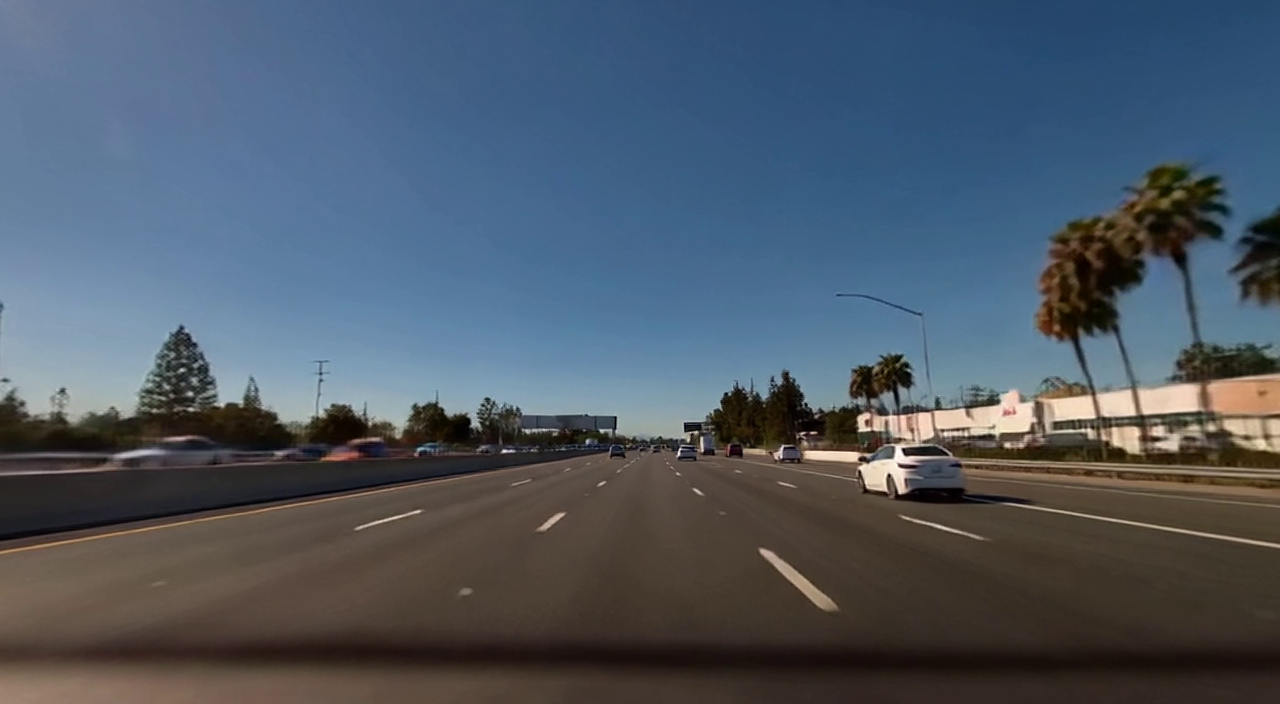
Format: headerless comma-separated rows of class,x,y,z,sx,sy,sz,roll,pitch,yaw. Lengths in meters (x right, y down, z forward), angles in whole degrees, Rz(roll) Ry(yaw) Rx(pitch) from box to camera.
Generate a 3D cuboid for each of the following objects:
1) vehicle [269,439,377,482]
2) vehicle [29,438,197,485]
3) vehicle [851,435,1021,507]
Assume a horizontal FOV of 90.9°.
vehicle,-11.915,4.086,24.051,1.827,1.457,4.173,0,-8,1
vehicle,-18.771,3.908,22.844,1.872,1.484,4.776,0,-8,1
vehicle,7.264,2.954,16.145,2.071,1.543,4.702,0,-8,0
